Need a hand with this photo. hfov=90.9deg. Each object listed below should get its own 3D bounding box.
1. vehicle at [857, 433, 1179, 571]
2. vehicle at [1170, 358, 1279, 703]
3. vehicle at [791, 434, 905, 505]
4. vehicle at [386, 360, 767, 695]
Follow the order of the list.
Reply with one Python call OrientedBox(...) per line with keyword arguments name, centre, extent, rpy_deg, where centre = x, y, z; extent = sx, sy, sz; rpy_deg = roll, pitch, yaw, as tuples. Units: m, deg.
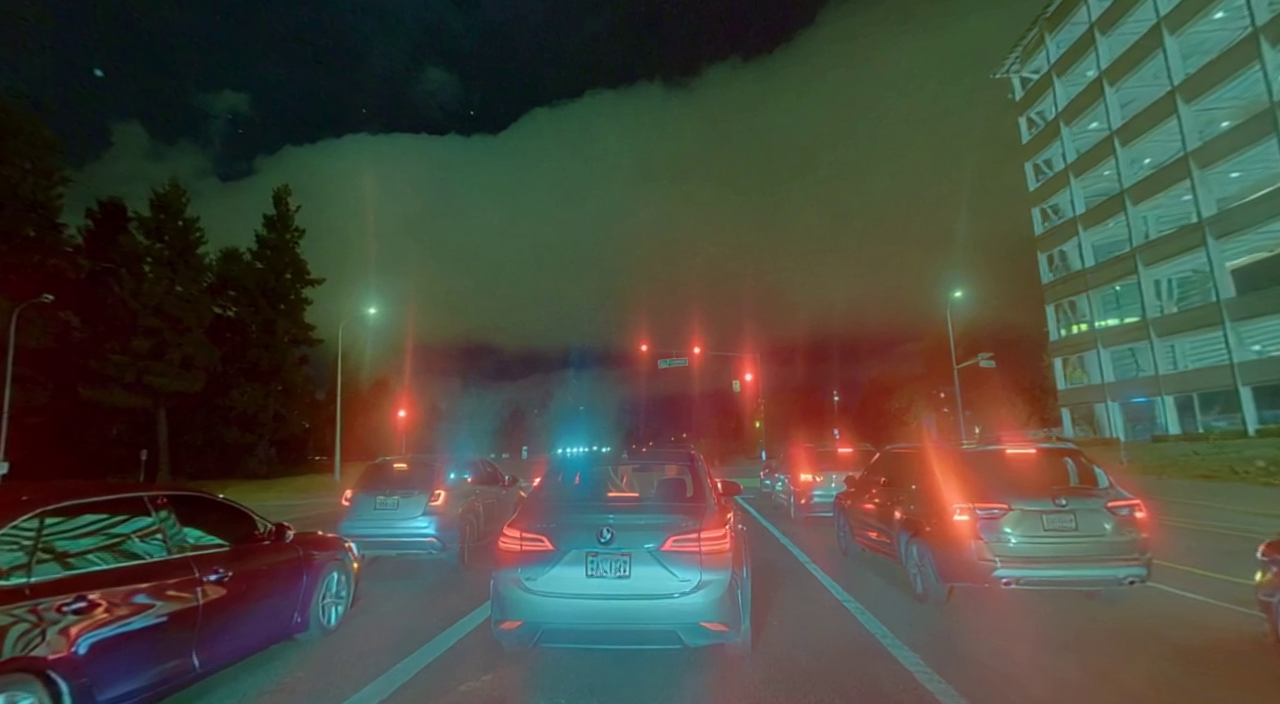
OrientedBox(name="vehicle", centre=(4.893, 1.971, 9.174), extent=(1.963, 1.480, 4.553), rpy_deg=(0, -8, 2))
OrientedBox(name="vehicle", centre=(4.064, 0.604, 1.115), extent=(1.993, 1.719, 4.953), rpy_deg=(0, -8, 1))
OrientedBox(name="vehicle", centre=(5.323, 3.035, 16.726), extent=(1.994, 1.638, 4.100), rpy_deg=(-1, -9, 6))
OrientedBox(name="vehicle", centre=(-0.213, 1.235, 5.565), extent=(2.021, 1.742, 4.295), rpy_deg=(-1, -8, 4))
